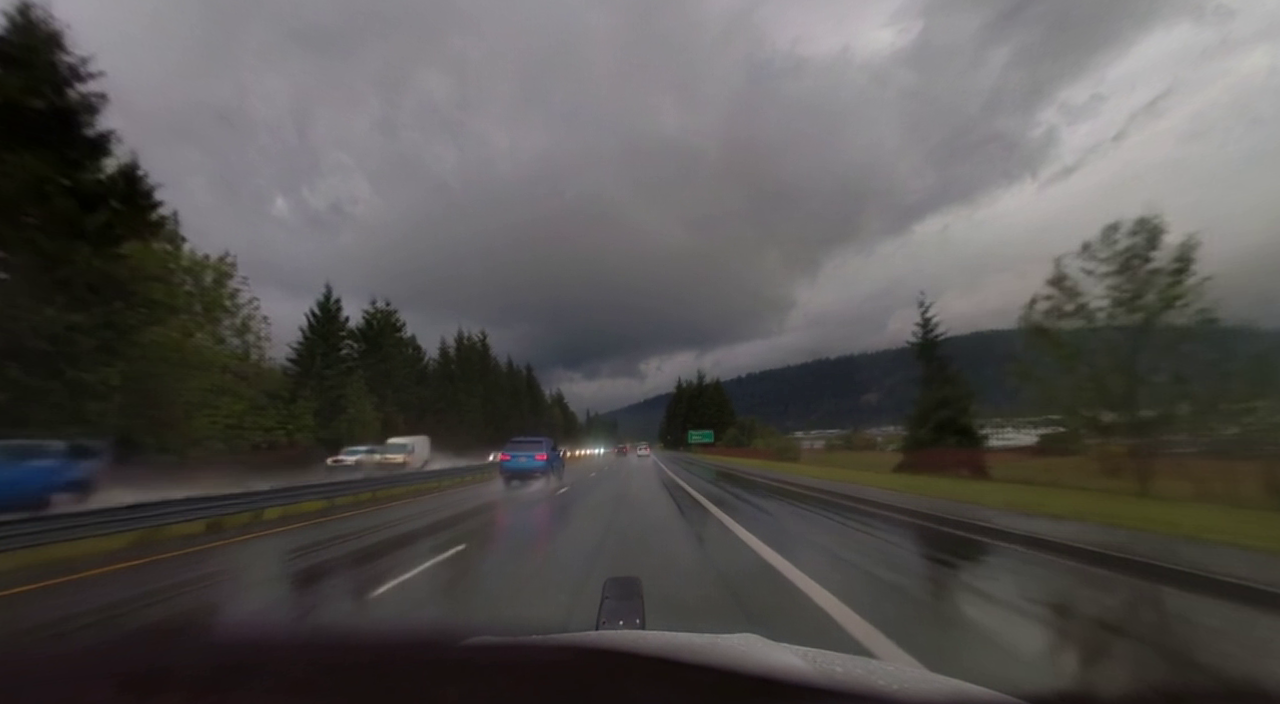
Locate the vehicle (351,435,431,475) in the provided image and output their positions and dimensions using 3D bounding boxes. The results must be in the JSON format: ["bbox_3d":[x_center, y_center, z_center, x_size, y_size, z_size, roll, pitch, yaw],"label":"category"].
[{"bbox_3d":[-13.230,5.523,33.966,2.113,1.950,5.131,0,-8,1],"label":"vehicle"}]

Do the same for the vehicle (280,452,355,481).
[{"bbox_3d":[-17.218,6.106,33.929,1.773,1.434,4.302,0,-9,0],"label":"vehicle"}]

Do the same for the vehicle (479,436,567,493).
[{"bbox_3d":[-3.843,3.783,21.645,2.110,1.727,4.607,0,-8,1],"label":"vehicle"}]
